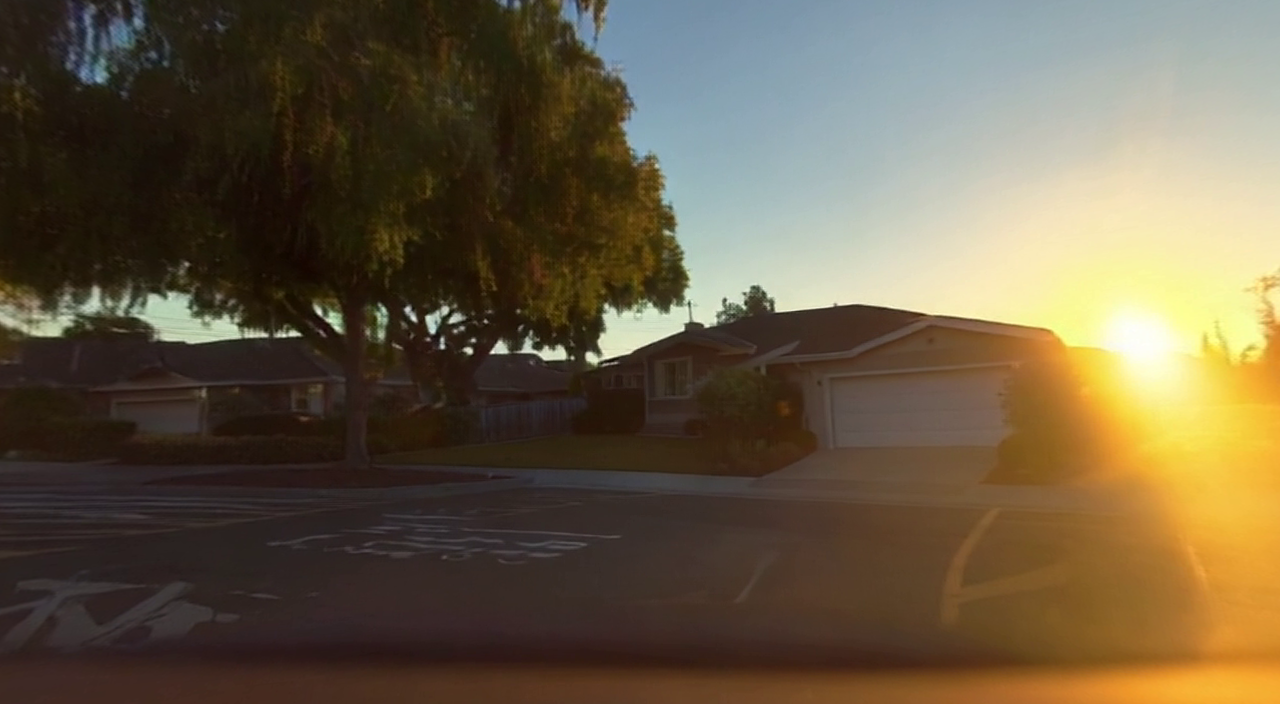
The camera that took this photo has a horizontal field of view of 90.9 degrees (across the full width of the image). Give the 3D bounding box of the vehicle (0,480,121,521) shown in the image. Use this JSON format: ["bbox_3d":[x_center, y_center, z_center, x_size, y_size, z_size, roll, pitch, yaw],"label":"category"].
[{"bbox_3d":[-25.830,6.473,27.721,1.804,1.435,4.315,-5,-11,44],"label":"vehicle"}]

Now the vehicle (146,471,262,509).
[{"bbox_3d":[-22.059,7.067,32.121,2.019,1.697,4.310,-1,-14,17],"label":"vehicle"}]

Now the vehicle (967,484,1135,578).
[{"bbox_3d":[9.132,3.931,14.516,1.860,1.477,4.629,-3,-9,16],"label":"vehicle"}]
